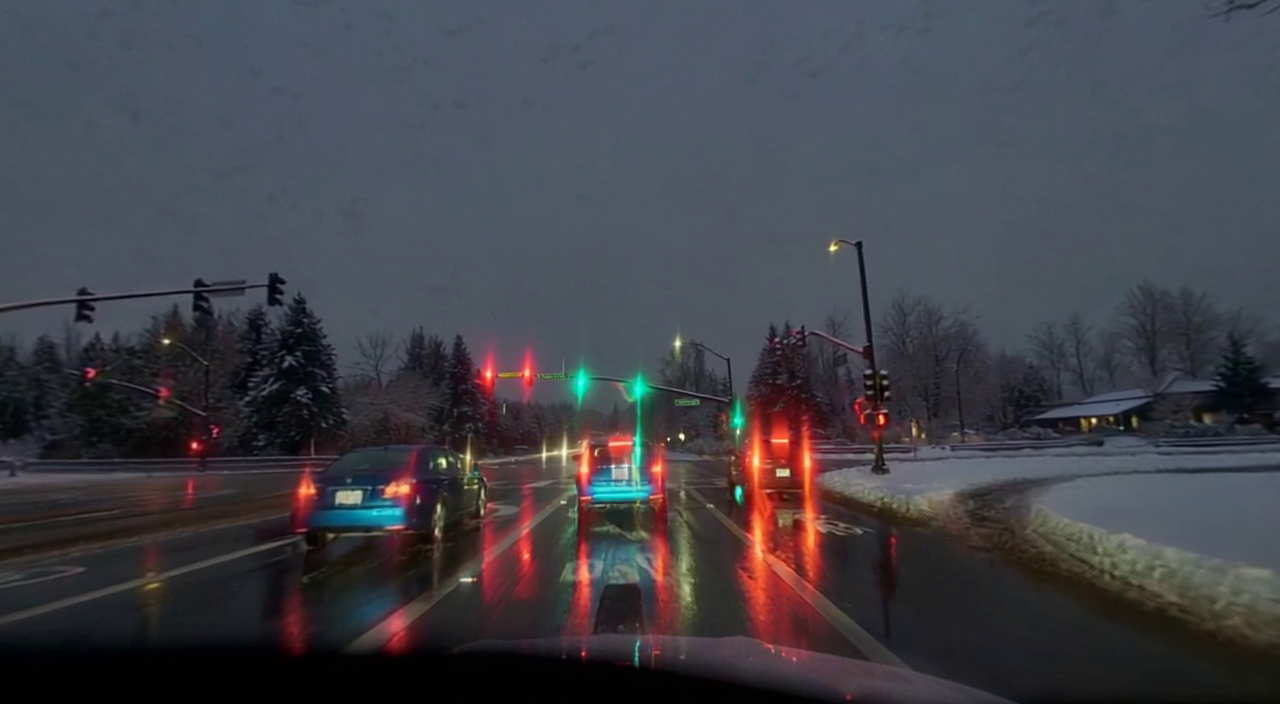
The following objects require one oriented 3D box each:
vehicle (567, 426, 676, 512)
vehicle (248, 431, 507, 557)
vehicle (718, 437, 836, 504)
[{"bbox_3d":[-0.351,2.490,13.840,2.038,1.599,3.844,0,-8,0],"label":"vehicle"},{"bbox_3d":[-3.581,2.018,9.763,2.052,1.472,4.479,0,-8,0],"label":"vehicle"},{"bbox_3d":[3.280,2.928,16.123,1.970,1.449,4.433,0,-8,-1],"label":"vehicle"}]
